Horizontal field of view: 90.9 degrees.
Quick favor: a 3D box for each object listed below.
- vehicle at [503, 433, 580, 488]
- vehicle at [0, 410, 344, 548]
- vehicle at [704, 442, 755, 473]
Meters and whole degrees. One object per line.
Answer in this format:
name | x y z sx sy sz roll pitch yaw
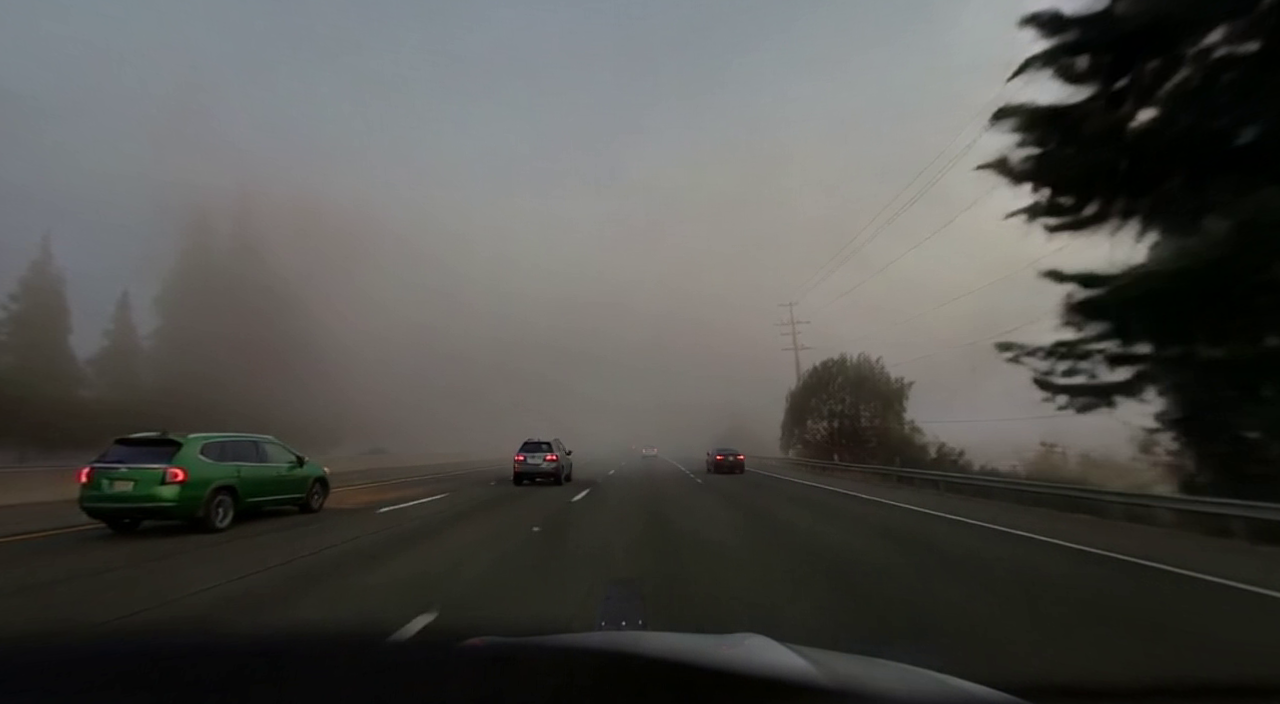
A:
vehicle | -3.284 3.714 21.866 1.961 1.704 4.052 0 -8 1
vehicle | -7.376 2.027 10.795 2.162 1.805 4.853 0 -8 1
vehicle | 4.553 5.414 32.610 1.964 1.479 4.252 0 -8 -1
